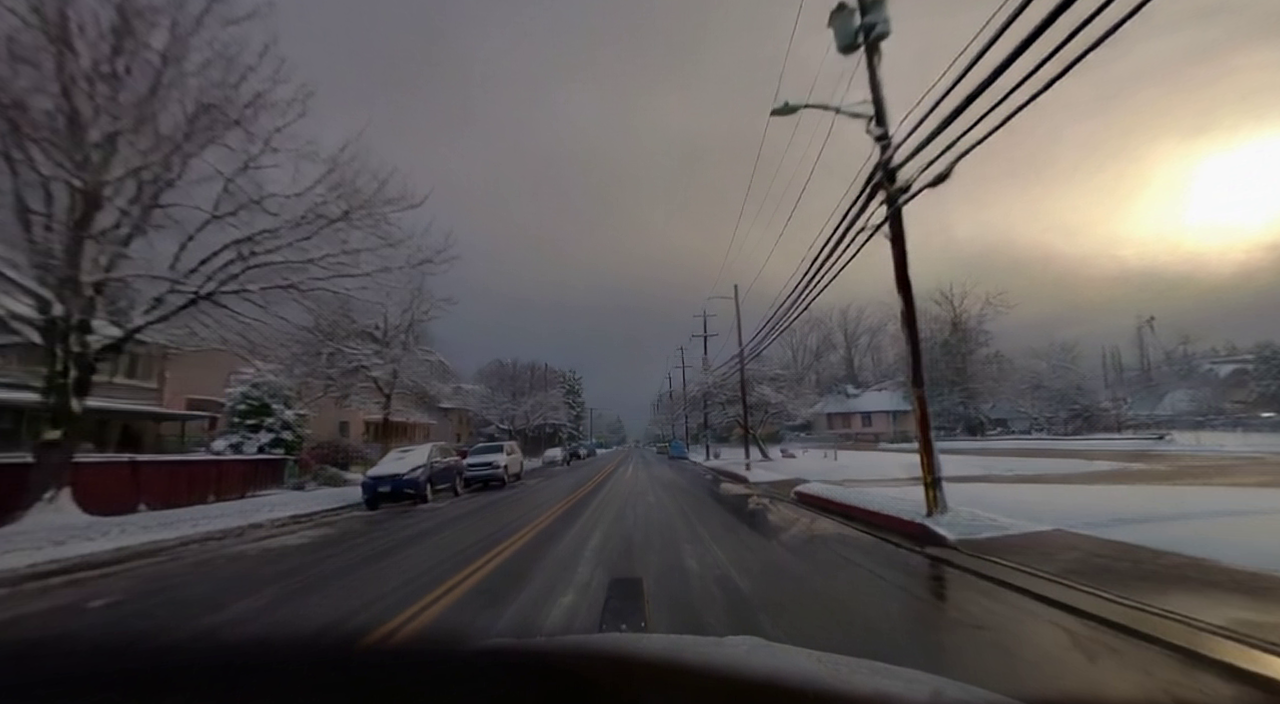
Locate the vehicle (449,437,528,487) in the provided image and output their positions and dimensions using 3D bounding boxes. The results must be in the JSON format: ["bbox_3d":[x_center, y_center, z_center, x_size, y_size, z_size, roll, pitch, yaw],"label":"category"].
[{"bbox_3d":[-6.642,4.845,28.417,2.144,1.955,6.159,0,-7,-1],"label":"vehicle"}]

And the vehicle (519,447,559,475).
[{"bbox_3d":[-6.813,7.359,42.909,1.852,1.510,4.812,-4,-7,-1],"label":"vehicle"}]

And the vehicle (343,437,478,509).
[{"bbox_3d":[-6.666,3.528,19.102,2.120,1.799,5.370,-1,-8,0],"label":"vehicle"}]
